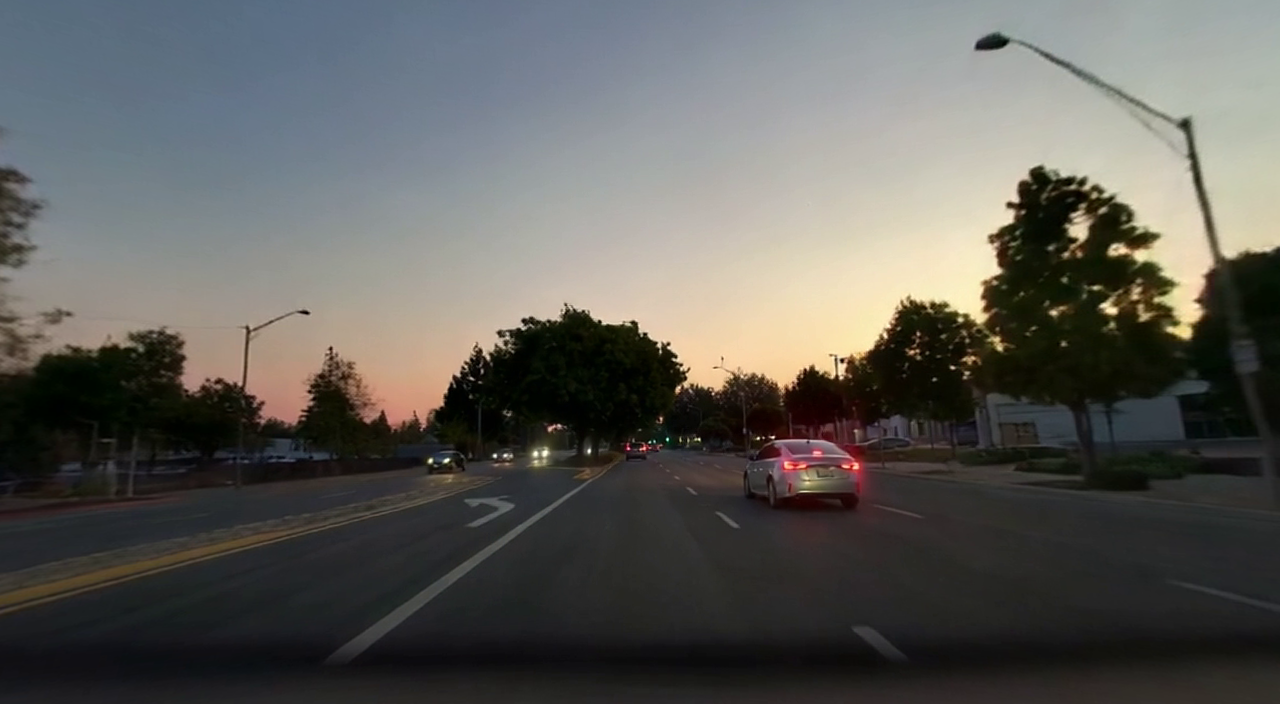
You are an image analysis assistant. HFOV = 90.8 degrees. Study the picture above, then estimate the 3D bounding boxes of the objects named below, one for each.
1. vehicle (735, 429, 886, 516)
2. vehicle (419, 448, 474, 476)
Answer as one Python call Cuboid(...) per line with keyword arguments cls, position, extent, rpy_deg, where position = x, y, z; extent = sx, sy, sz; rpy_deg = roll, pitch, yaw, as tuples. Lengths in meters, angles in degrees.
Cuboid(cls="vehicle", position=(3.578, 2.624, 14.313), extent=(1.995, 1.616, 4.729), rpy_deg=(0, -8, -1))
Cuboid(cls="vehicle", position=(-12.481, 7.111, 41.094), extent=(2.044, 1.631, 4.777), rpy_deg=(0, -8, 0))
